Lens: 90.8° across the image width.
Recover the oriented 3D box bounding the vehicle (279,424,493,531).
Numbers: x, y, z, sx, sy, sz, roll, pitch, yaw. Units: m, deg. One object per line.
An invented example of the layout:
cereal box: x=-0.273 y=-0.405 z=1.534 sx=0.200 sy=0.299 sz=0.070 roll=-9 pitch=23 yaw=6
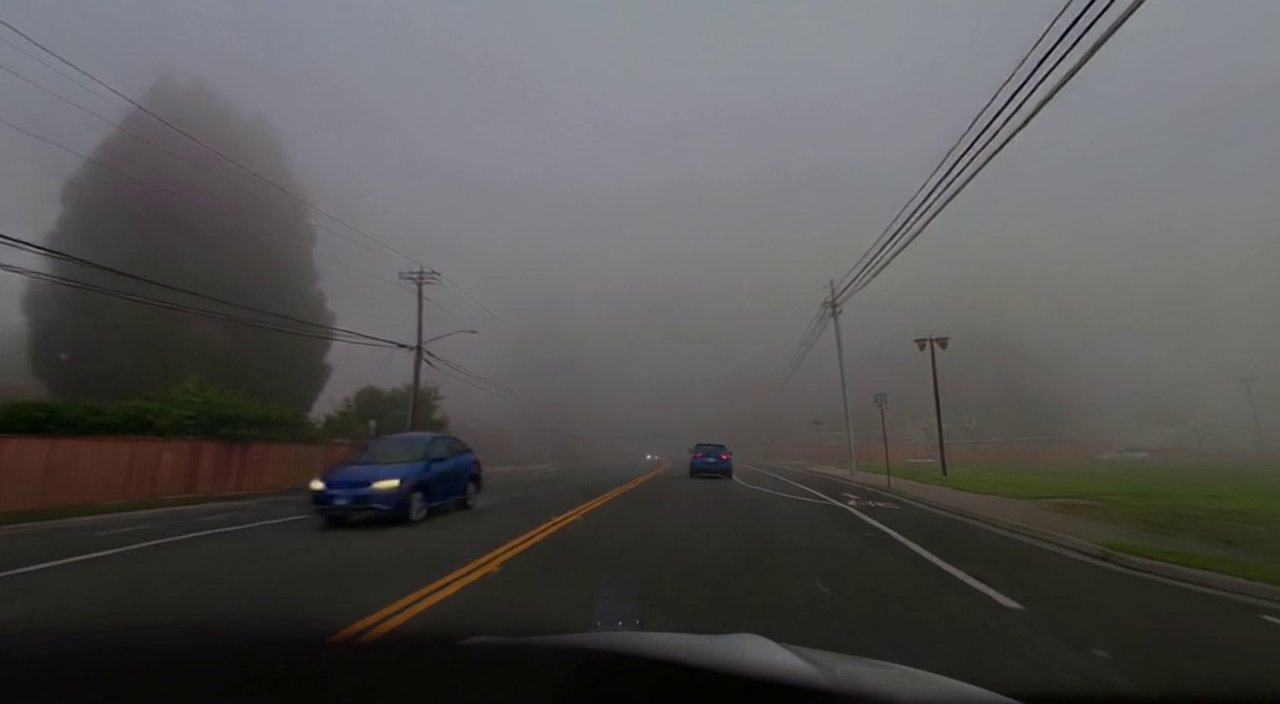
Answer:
vehicle: x=-4.539 y=2.305 z=12.220 sx=2.226 sy=1.664 sz=4.342 roll=0 pitch=-8 yaw=1

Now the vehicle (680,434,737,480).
vehicle: x=2.730 y=4.235 z=25.728 sx=2.139 sy=1.699 sz=3.916 roll=-1 pitch=-8 yaw=5
